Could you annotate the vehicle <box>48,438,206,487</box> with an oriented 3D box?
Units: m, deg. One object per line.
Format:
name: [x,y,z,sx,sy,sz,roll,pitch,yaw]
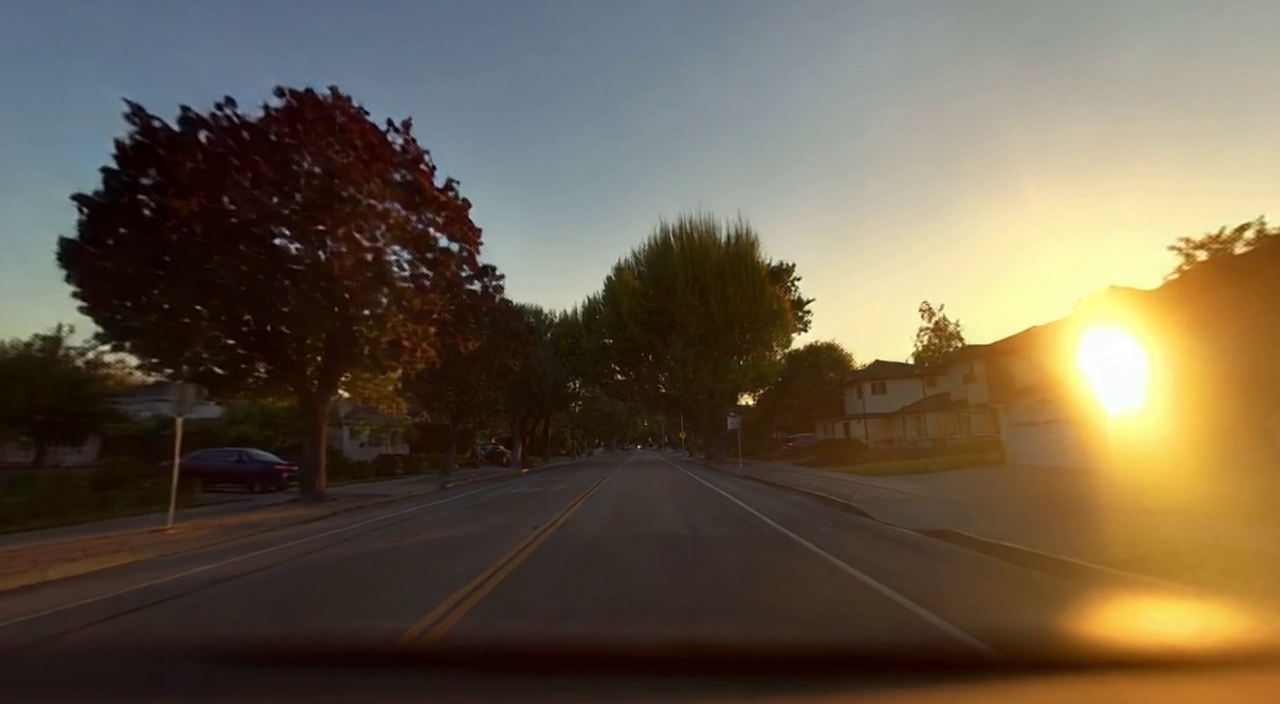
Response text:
vehicle: [-19.615,4.218,24.385,4.455,1.707,1.939,6,-11,-38]

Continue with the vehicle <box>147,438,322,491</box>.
vehicle: [-13.741,3.815,21.629,4.587,1.722,1.906,0,-9,-1]

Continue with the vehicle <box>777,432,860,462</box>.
vehicle: [10.727,5.751,38.223,4.449,1.765,1.917,-1,-9,4]
